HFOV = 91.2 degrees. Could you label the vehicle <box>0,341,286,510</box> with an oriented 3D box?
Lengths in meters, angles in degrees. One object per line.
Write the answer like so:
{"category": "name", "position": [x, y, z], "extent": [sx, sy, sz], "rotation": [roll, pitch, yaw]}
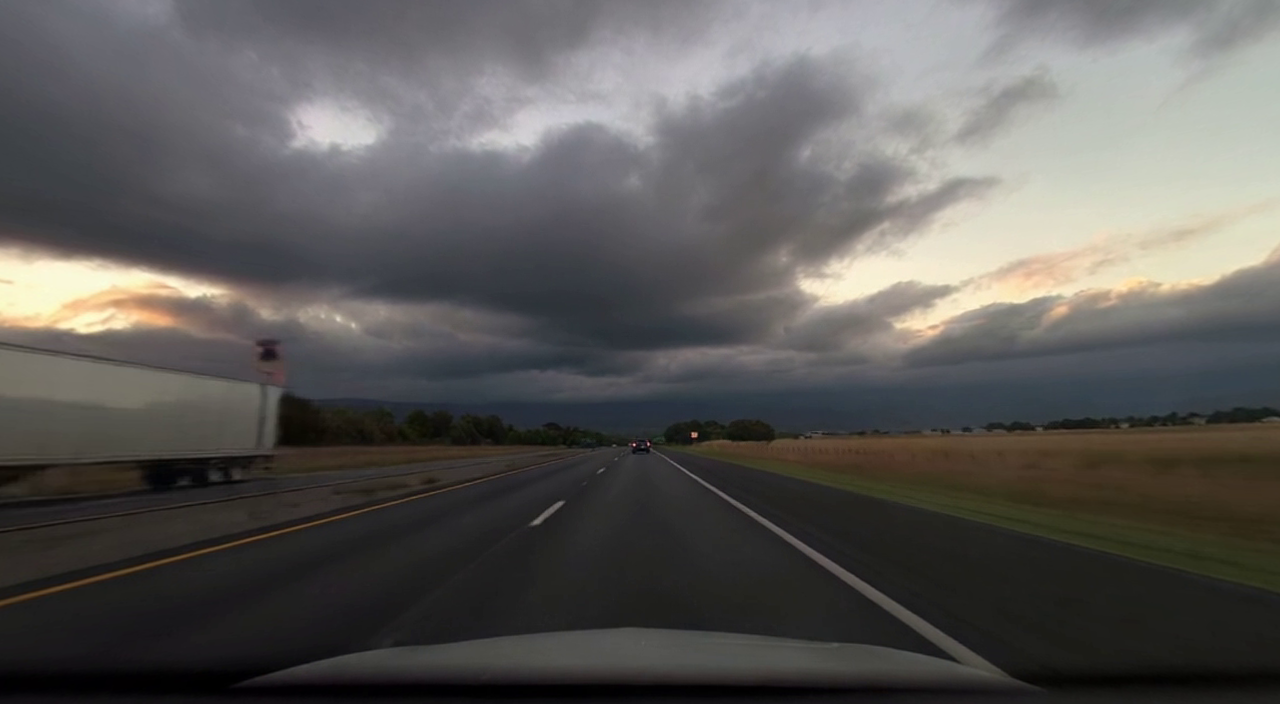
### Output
{"category": "vehicle", "position": [-16.429, 2.360, 18.986], "extent": [2.947, 3.905, 14.614], "rotation": [0, -8, 0]}
